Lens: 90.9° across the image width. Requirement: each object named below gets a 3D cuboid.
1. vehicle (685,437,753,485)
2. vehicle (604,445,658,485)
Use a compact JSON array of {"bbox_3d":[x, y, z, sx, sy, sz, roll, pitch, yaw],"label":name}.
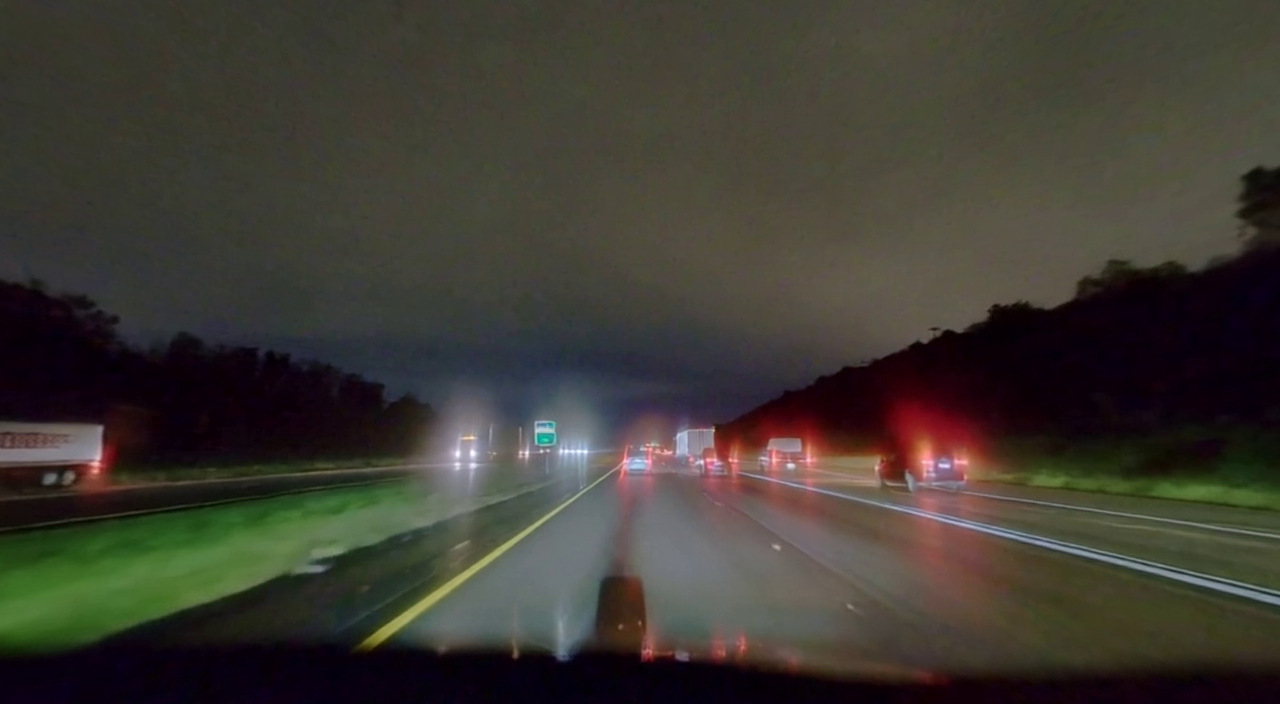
[{"bbox_3d":[3.033,4.280,25.051,2.048,1.704,4.284,0,-9,-1],"label":"vehicle"},{"bbox_3d":[-0.340,4.419,24.932,1.970,1.441,3.846,0,-9,-1],"label":"vehicle"}]
